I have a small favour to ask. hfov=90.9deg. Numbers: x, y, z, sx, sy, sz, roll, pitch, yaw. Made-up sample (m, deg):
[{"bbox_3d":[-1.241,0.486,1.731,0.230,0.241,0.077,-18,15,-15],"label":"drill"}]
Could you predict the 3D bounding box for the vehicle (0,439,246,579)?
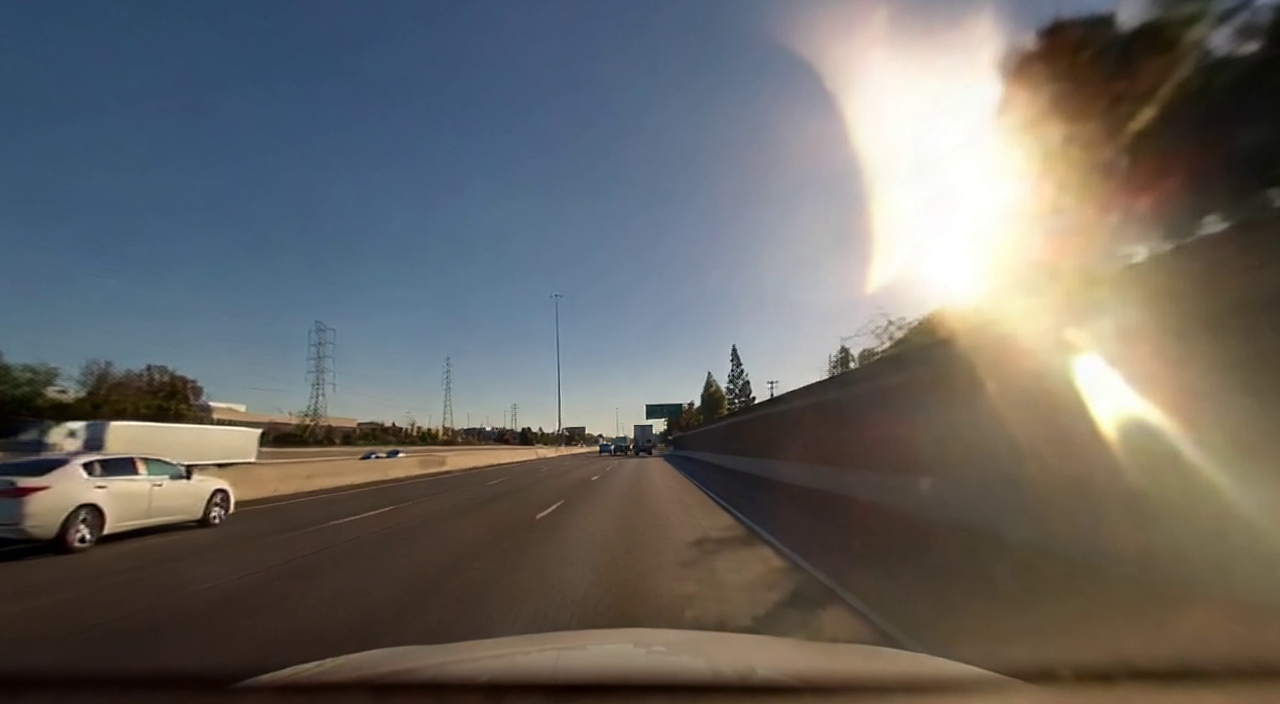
[{"bbox_3d":[-7.784,1.934,8.526,1.979,1.470,4.485,0,-8,1],"label":"vehicle"}]
